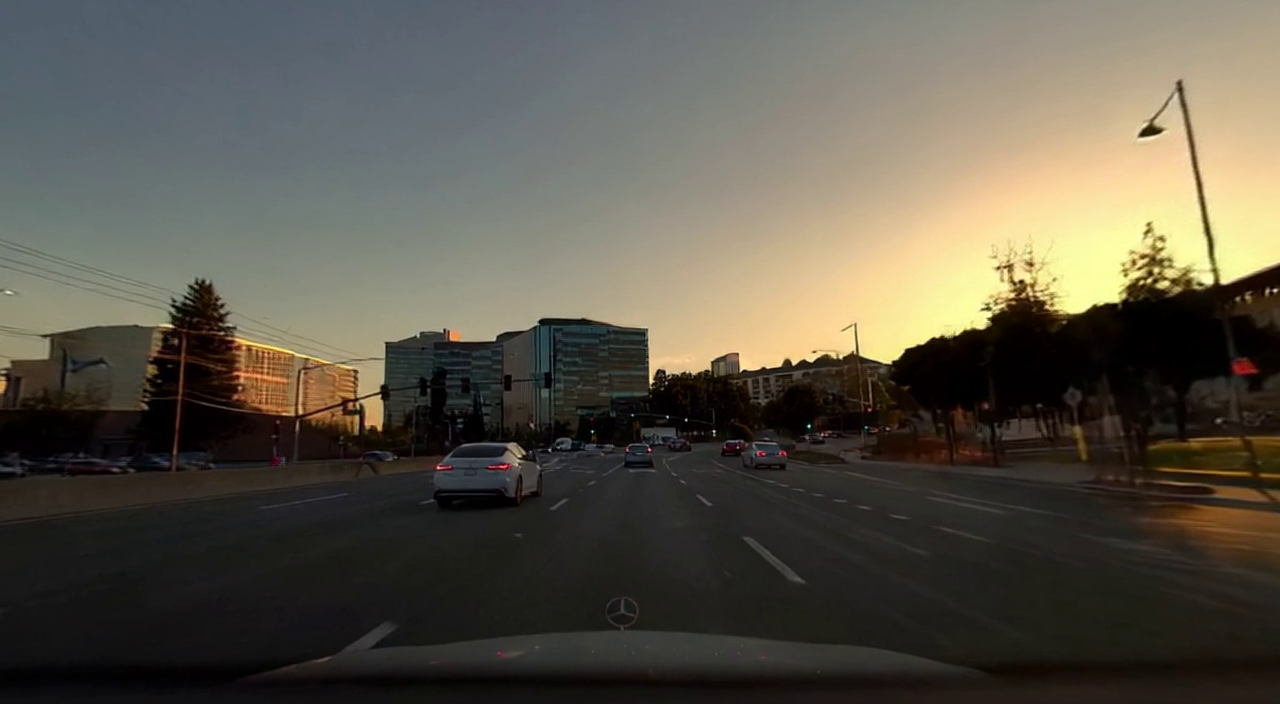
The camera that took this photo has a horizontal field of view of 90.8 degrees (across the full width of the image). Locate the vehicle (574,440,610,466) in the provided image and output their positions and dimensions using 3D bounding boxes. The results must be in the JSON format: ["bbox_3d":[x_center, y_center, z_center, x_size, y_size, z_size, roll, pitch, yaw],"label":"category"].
[{"bbox_3d":[-3.277,7.044,44.075,2.033,1.714,4.278,0,-8,1],"label":"vehicle"}]

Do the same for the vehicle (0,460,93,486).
[{"bbox_3d":[-40.171,8.171,42.730,4.488,1.463,1.905,-2,-8,-4],"label":"vehicle"}]

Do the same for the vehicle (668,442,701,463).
[{"bbox_3d":[3.260,7.454,47.035,1.987,1.515,4.521,0,-8,-1],"label":"vehicle"}]

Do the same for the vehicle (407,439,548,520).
[{"bbox_3d":[-3.289,2.653,13.733,1.837,1.463,4.311,0,-8,1],"label":"vehicle"}]

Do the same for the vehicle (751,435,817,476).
[{"bbox_3d":[6.568,4.745,29.214,1.945,1.706,4.190,0,-8,-2],"label":"vehicle"}]

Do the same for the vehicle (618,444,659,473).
[{"bbox_3d":[-0.043,5.761,34.375,2.098,1.431,3.958,0,-8,1],"label":"vehicle"}]
